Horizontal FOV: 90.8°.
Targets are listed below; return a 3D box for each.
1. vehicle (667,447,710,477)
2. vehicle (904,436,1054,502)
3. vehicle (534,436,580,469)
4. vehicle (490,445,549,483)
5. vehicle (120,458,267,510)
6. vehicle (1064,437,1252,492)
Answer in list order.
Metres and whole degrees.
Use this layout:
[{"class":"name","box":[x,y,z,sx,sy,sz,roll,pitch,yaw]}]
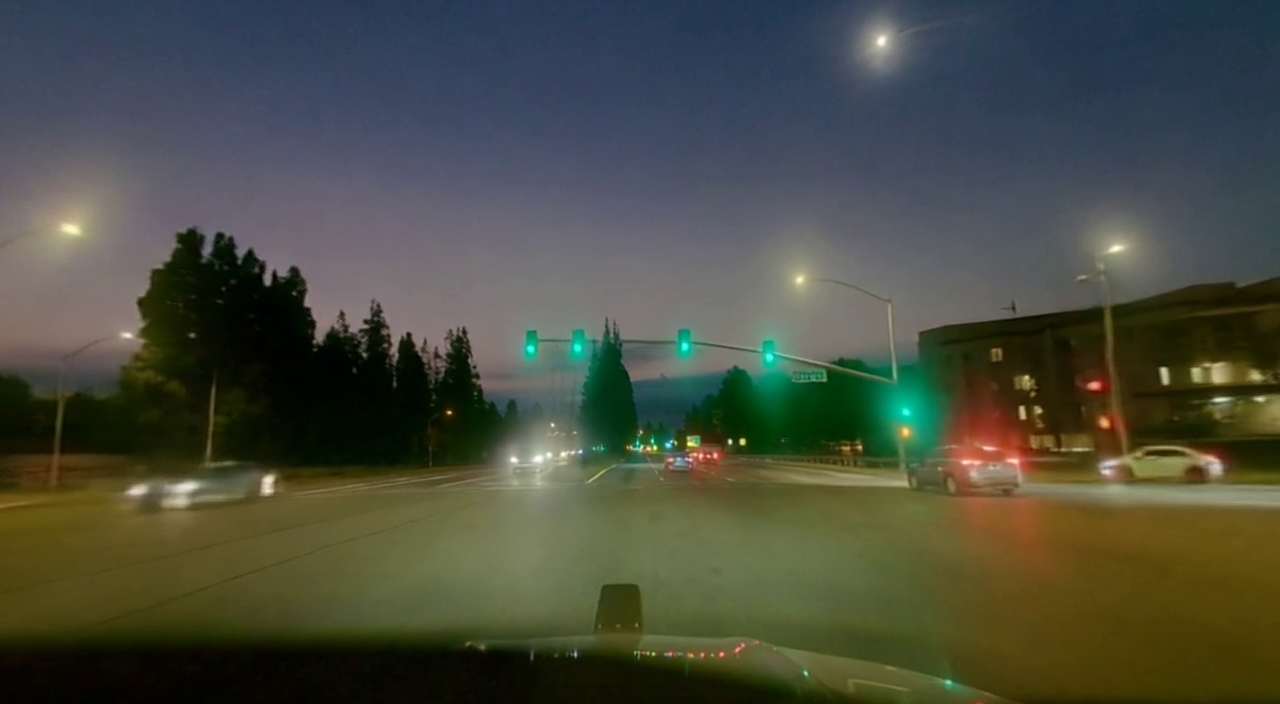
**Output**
[{"class":"vehicle","box":[2.650,6.143,35.411,1.917,1.538,4.259,0,-9,-2]},{"class":"vehicle","box":[9.443,3.289,18.094,1.798,1.621,4.304,0,-9,-2]},{"class":"vehicle","box":[-5.856,7.191,45.389,2.425,2.167,5.888,-1,-9,1]},{"class":"vehicle","box":[-5.772,5.388,30.722,1.986,1.502,4.224,-5,-8,0]},{"class":"vehicle","box":[-16.083,4.736,23.160,2.000,1.602,4.626,0,-9,0]},{"class":"vehicle","box":[18.965,4.160,23.443,4.805,1.619,1.994,-7,-9,19]}]
